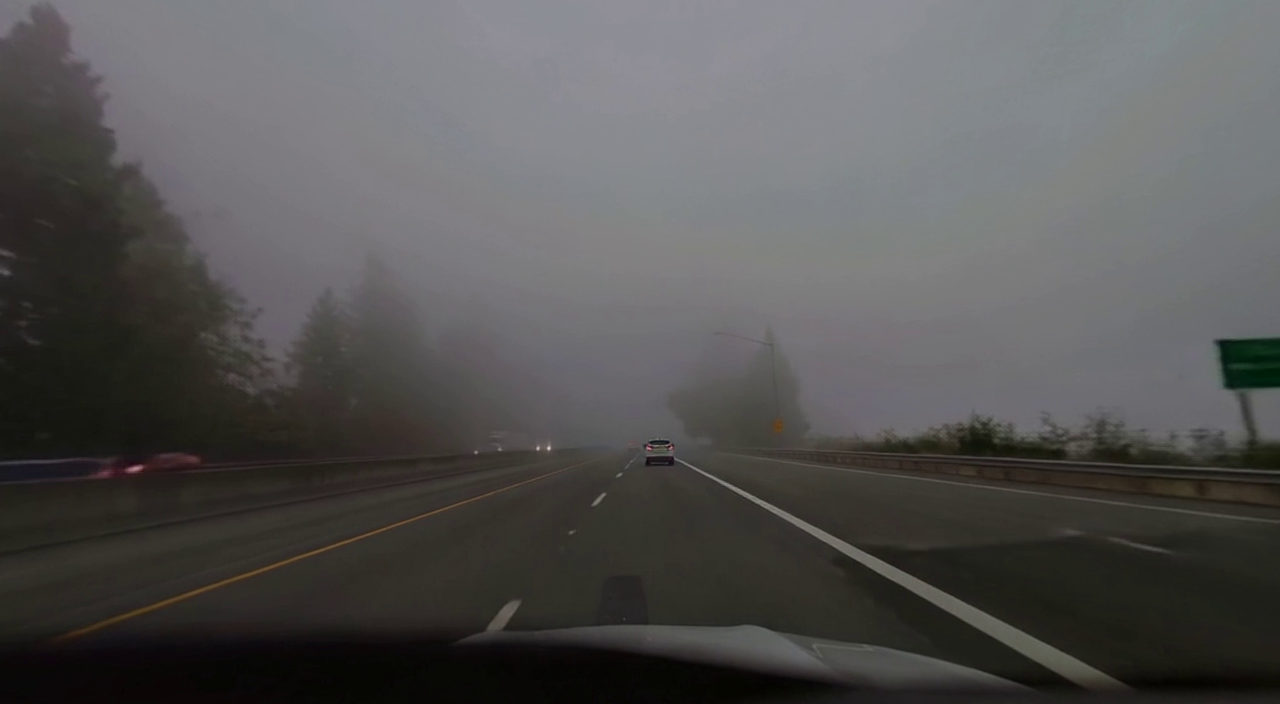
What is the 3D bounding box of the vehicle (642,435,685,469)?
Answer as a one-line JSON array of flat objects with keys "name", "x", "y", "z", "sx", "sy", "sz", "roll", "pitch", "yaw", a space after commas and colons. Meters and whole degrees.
[{"name": "vehicle", "x": 1.257, "y": 5.579, "z": 35.452, "sx": 2.260, "sy": 1.766, "sz": 4.348, "roll": 0, "pitch": -8, "yaw": 0}]
